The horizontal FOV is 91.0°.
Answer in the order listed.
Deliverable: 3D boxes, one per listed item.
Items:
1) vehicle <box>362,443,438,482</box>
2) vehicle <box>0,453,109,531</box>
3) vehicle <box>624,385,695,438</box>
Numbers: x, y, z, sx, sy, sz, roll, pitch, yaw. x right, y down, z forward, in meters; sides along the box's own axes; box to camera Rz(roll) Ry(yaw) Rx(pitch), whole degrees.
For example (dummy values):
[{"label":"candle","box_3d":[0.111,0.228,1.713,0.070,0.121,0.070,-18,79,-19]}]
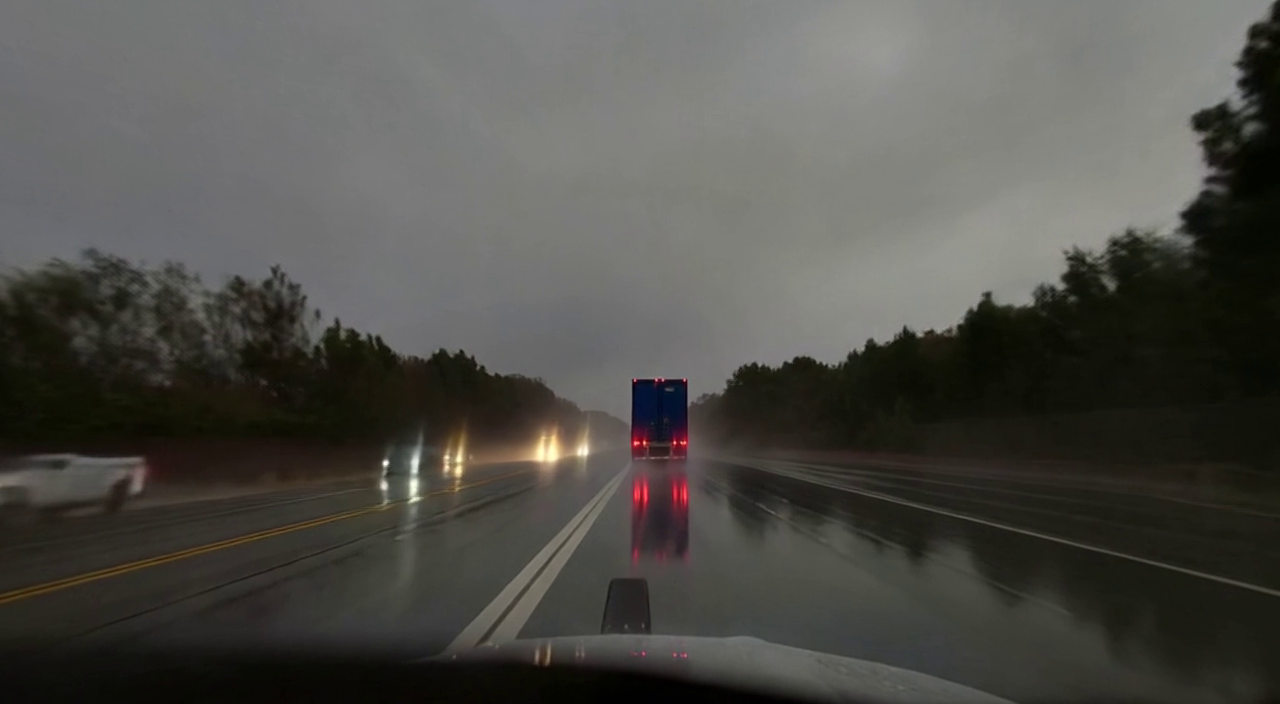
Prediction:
[{"label":"vehicle","box_3d":[-11.360,5.216,30.096,1.873,1.712,4.097,0,-8,2]},{"label":"vehicle","box_3d":[-14.679,3.125,14.014,1.869,1.620,4.362,-2,-8,0]},{"label":"vehicle","box_3d":[0.659,2.488,25.321,2.509,1.890,4.732,0,-8,-2]}]
